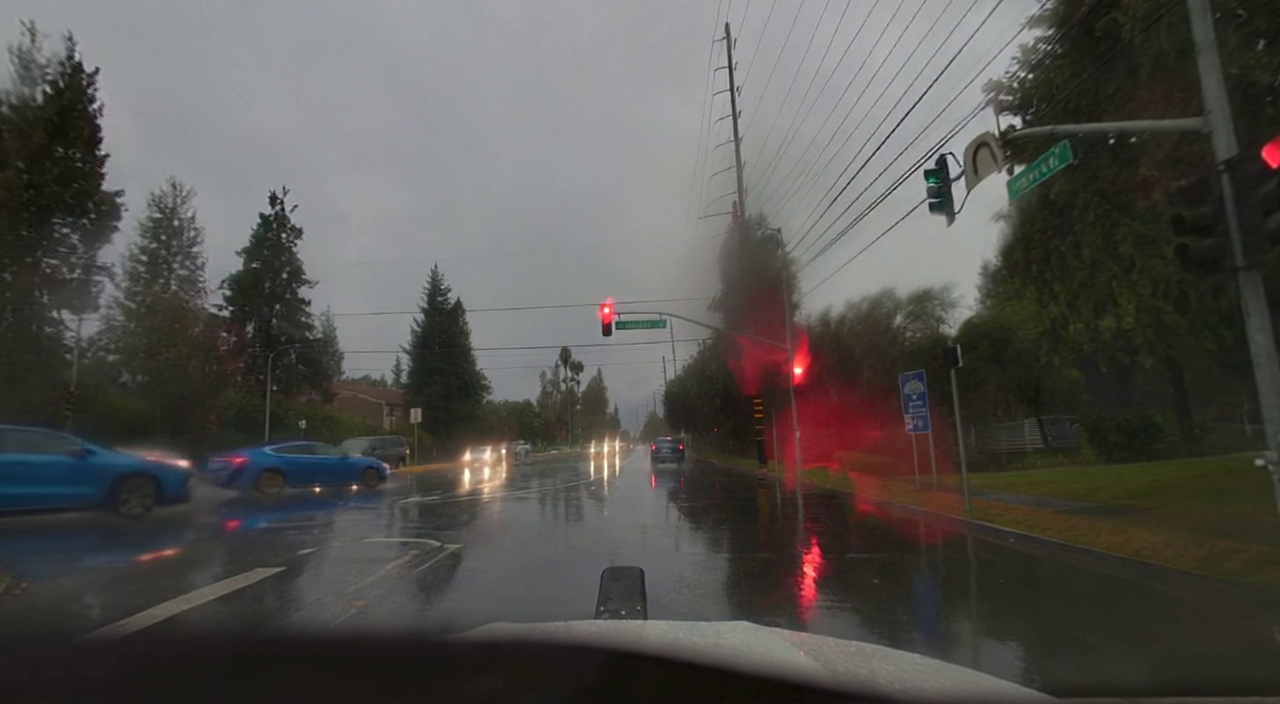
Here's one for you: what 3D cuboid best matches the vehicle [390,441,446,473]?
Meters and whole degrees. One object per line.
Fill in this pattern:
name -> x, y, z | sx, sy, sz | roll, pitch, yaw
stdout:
vehicle -> -13.228, 6.299, 37.626 | 1.772, 1.647, 4.221 | -4, -9, 0

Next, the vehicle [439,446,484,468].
vehicle -> -12.685, 7.477, 44.937 | 1.841, 1.477, 4.485 | -1, -8, 1

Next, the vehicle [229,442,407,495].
vehicle -> -9.919, 3.567, 19.662 | 1.846, 1.446, 4.531 | -8, -11, 40

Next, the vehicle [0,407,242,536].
vehicle -> -10.475, 2.009, 10.806 | 5.930, 1.986, 2.137 | 5, -10, -30

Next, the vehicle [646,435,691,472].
vehicle -> 1.516, 5.090, 31.652 | 2.051, 1.666, 4.607 | -1, -9, 5

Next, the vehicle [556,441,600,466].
vehicle -> -3.874, 6.500, 40.267 | 1.904, 1.482, 4.603 | -1, -8, 6
